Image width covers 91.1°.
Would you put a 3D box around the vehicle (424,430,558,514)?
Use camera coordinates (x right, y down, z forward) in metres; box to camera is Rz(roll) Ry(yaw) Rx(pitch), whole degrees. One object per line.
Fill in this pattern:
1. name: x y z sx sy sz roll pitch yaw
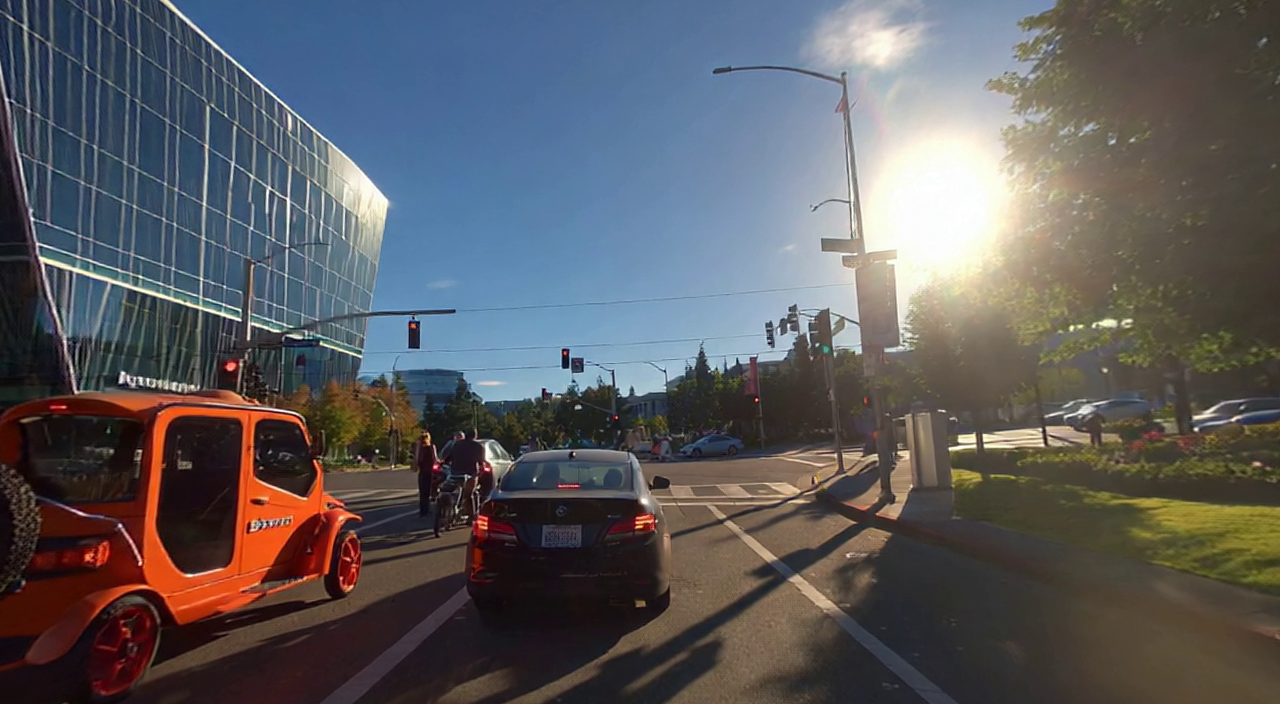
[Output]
1. vehicle: -3.180 2.652 14.368 1.935 1.615 4.073 -1 -8 2

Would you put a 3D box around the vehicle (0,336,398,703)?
1. vehicle: -3.610 1.130 4.438 2.000 1.809 4.405 0 -8 0

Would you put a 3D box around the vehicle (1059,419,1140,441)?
1. vehicle: 30.734 5.265 42.088 1.751 1.420 4.027 8 -12 -43

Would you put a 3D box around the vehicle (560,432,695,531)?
1. vehicle: -0.164 2.253 11.529 2.025 1.458 4.085 0 -8 1
